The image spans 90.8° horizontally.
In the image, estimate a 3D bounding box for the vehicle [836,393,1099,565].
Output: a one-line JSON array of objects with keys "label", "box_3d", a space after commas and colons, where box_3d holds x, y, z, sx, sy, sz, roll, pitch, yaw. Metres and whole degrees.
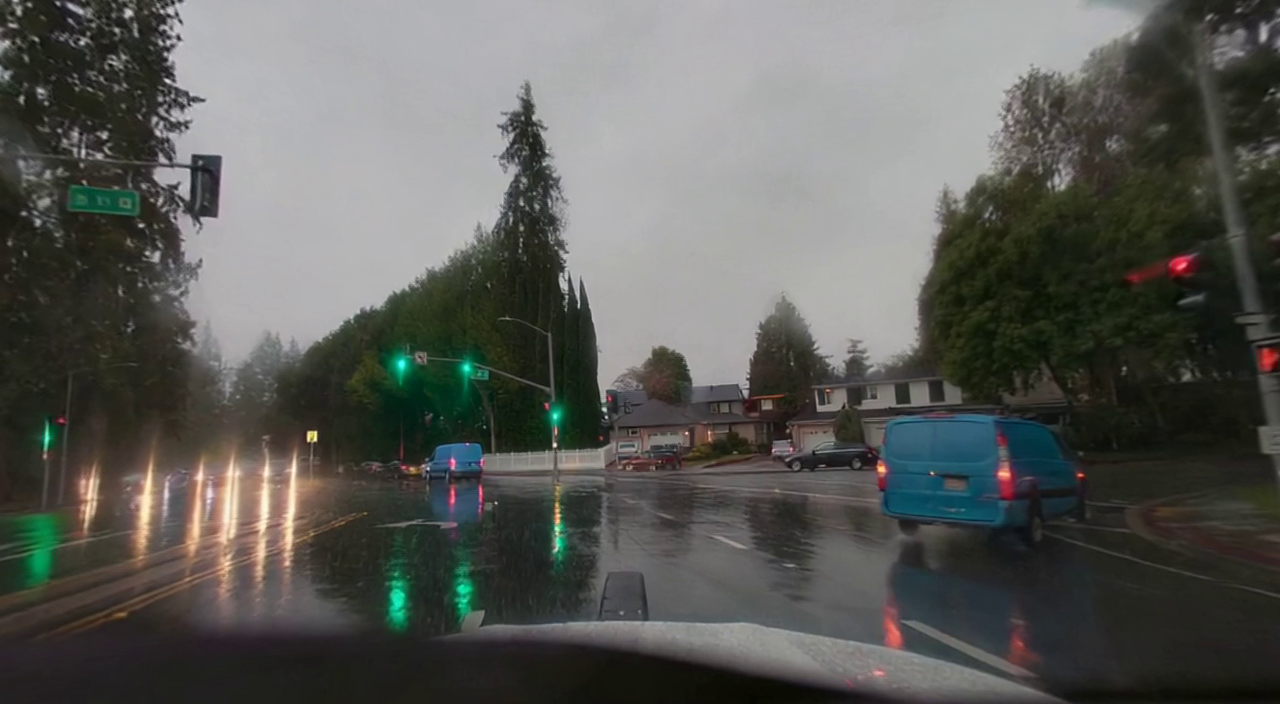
[{"label": "vehicle", "box_3d": [4.217, 1.701, 9.093, 2.133, 1.821, 4.254, -2, -9, 11]}]

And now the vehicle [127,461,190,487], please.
[{"label": "vehicle", "box_3d": [-37.910, 9.552, 49.687, 5.175, 1.791, 2.008, -5, -10, 31]}]

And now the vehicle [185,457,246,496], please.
[{"label": "vehicle", "box_3d": [-22.456, 6.491, 33.343, 2.078, 1.783, 4.670, 7, -11, -39]}]

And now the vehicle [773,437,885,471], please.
[{"label": "vehicle", "box_3d": [8.489, 4.646, 28.796, 4.509, 1.481, 2.027, -1, -9, 5]}]

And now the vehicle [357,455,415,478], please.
[{"label": "vehicle", "box_3d": [-17.452, 7.817, 43.291, 4.386, 1.445, 2.008, -8, -12, 43]}]

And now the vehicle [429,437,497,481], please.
[{"label": "vehicle", "box_3d": [-9.552, 5.698, 33.888, 2.213, 2.124, 4.809, 5, -10, -31]}]

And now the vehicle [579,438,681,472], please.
[{"label": "vehicle", "box_3d": [-0.667, 6.550, 40.383, 6.104, 2.026, 2.514, -5, -10, 28]}]

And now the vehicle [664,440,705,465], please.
[{"label": "vehicle", "box_3d": [3.558, 7.833, 49.423, 1.894, 1.816, 4.213, -4, -9, 23]}]

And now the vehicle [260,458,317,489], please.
[{"label": "vehicle", "box_3d": [-19.424, 6.636, 34.812, 1.952, 1.461, 4.377, 6, -11, -38]}]
